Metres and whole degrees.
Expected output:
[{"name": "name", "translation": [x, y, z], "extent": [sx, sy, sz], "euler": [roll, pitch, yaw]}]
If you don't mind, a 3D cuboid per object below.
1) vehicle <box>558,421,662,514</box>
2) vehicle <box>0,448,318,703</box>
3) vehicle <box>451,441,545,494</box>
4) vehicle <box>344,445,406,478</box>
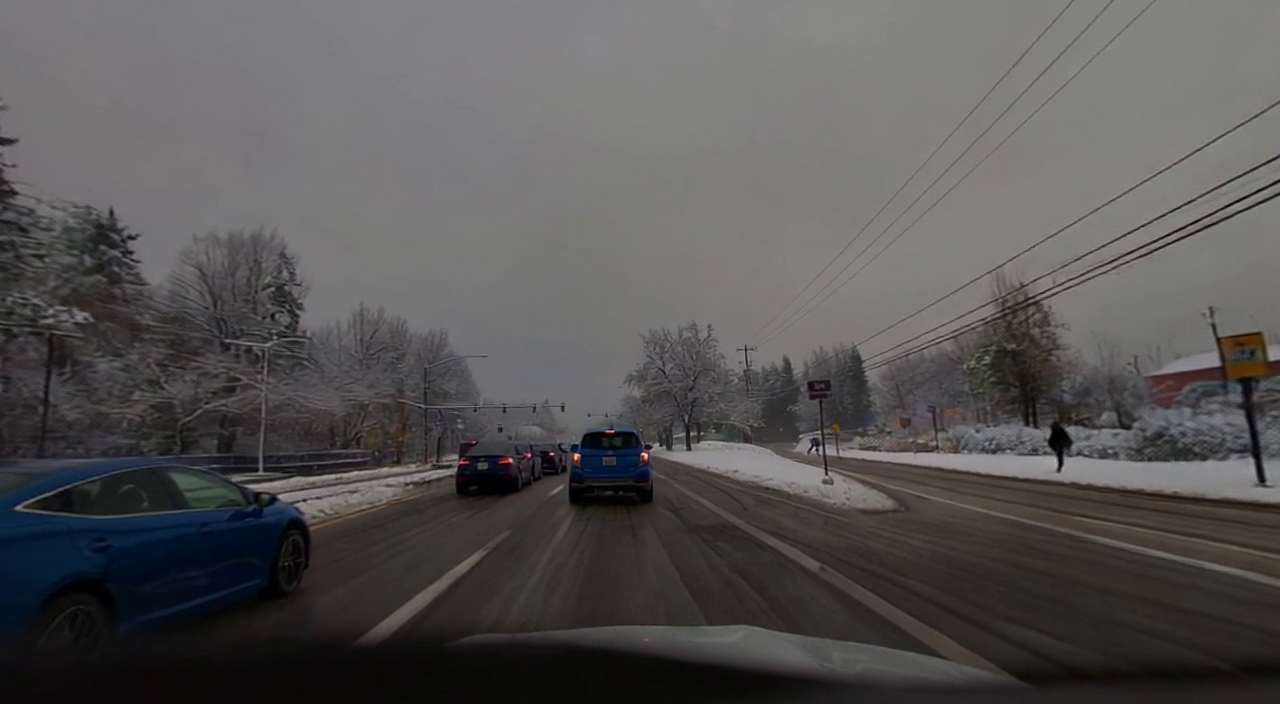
[{"name": "vehicle", "translation": [-0.637, 2.527, 14.239], "extent": [2.012, 1.769, 3.897], "euler": [0, -8, -2]}, {"name": "vehicle", "translation": [-3.716, 1.163, 3.187], "extent": [1.865, 1.314, 4.461], "euler": [0, -8, 0]}, {"name": "vehicle", "translation": [-4.400, 3.629, 20.334], "extent": [2.087, 1.485, 4.452], "euler": [0, -8, -1]}, {"name": "vehicle", "translation": [-15.642, 6.458, 37.494], "extent": [1.785, 1.745, 4.405], "euler": [0, -8, -1]}]
